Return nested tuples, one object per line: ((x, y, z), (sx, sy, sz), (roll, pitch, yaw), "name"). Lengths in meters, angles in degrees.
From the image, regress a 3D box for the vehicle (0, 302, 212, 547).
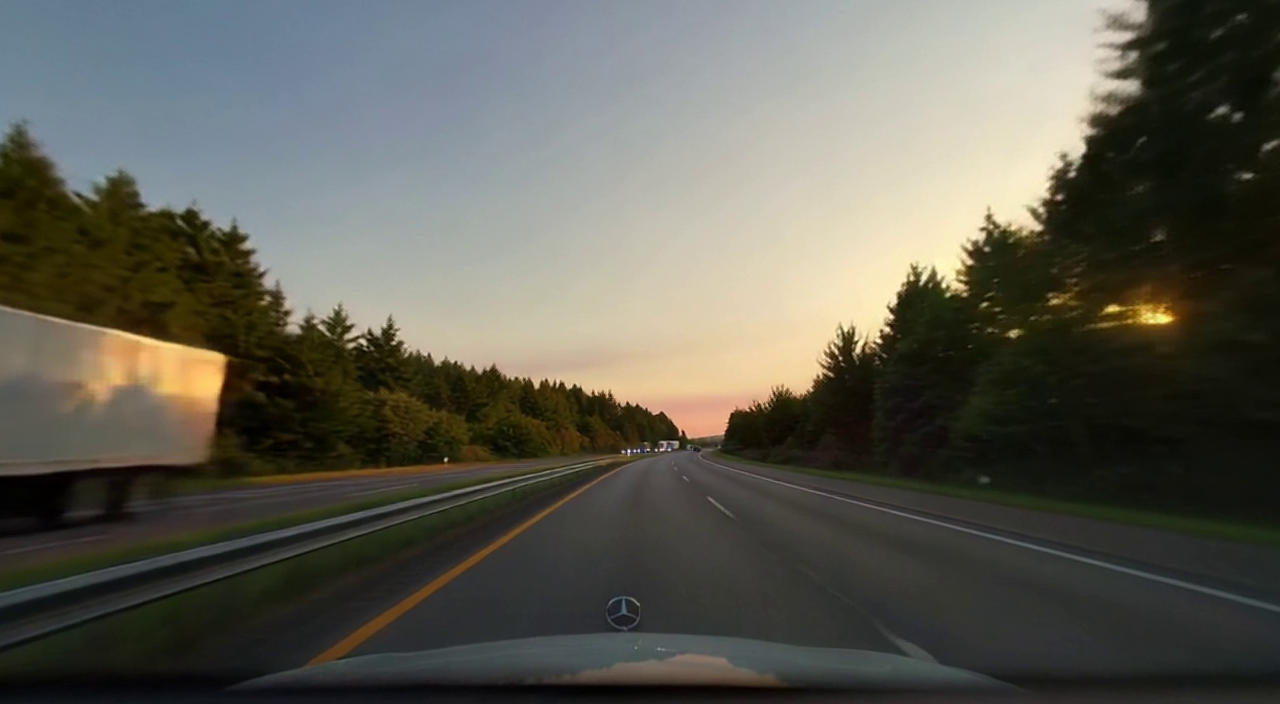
((-12.490, 0.843, 8.270), (2.857, 4.186, 15.405), (0, -9, 1), "vehicle")
